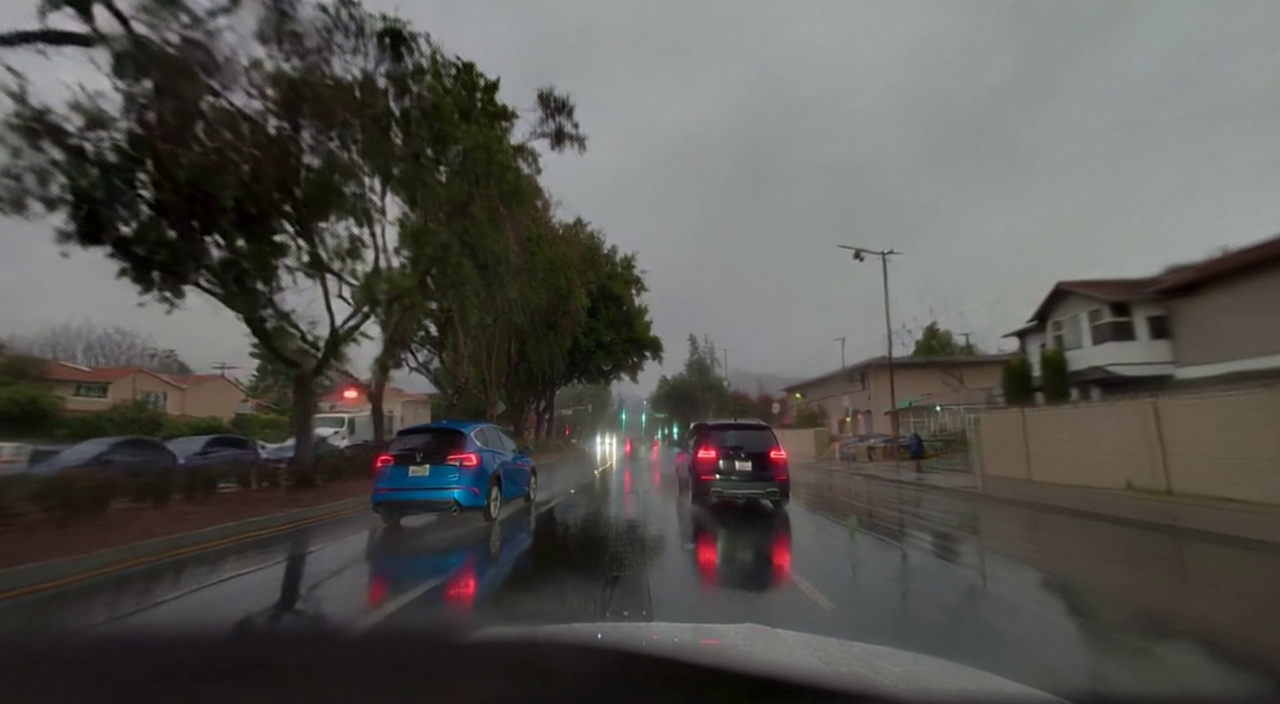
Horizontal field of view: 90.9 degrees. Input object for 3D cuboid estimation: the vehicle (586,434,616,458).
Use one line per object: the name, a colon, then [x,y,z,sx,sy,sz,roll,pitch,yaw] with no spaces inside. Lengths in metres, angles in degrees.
vehicle: [-2.979,7.351,49.233,2.014,1.755,4.360,0,-8,1]

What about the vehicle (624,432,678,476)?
vehicle: [0.401,3.908,24.312,1.922,1.579,3.642,0,-8,0]

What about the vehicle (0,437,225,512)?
vehicle: [-12.394,2.786,14.916,1.833,1.469,4.650,0,-8,2]

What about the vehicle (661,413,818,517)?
vehicle: [1.770,2.245,12.943,2.280,1.747,4.361,1,-8,-3]

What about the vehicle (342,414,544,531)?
vehicle: [-3.233,2.101,11.569,2.043,1.687,4.676,0,-8,2]

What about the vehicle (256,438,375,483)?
vehicle: [-11.942,4.015,23.617,1.923,1.490,4.501,0,-8,2]
